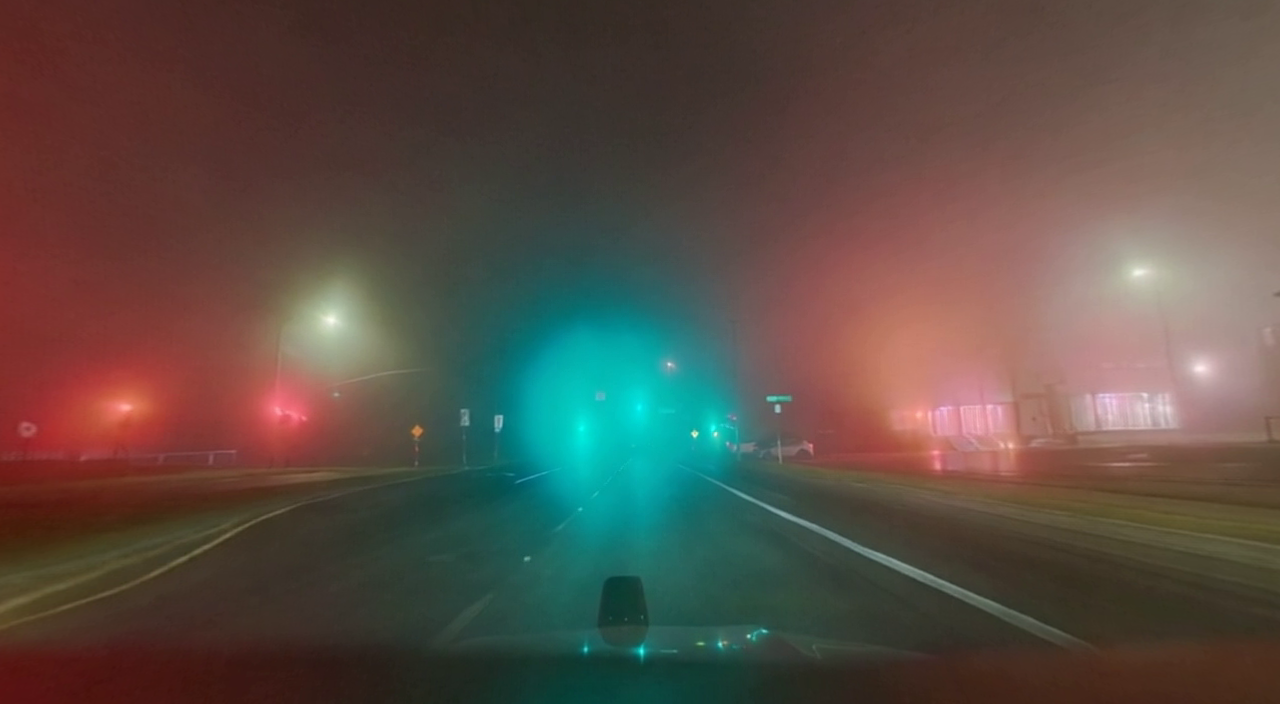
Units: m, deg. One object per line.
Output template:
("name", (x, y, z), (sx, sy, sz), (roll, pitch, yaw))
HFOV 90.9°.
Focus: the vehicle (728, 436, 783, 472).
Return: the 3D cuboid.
("vehicle", (6.203, 5.555, 34.538), (2.094, 1.766, 4.792), (0, -9, 0))
